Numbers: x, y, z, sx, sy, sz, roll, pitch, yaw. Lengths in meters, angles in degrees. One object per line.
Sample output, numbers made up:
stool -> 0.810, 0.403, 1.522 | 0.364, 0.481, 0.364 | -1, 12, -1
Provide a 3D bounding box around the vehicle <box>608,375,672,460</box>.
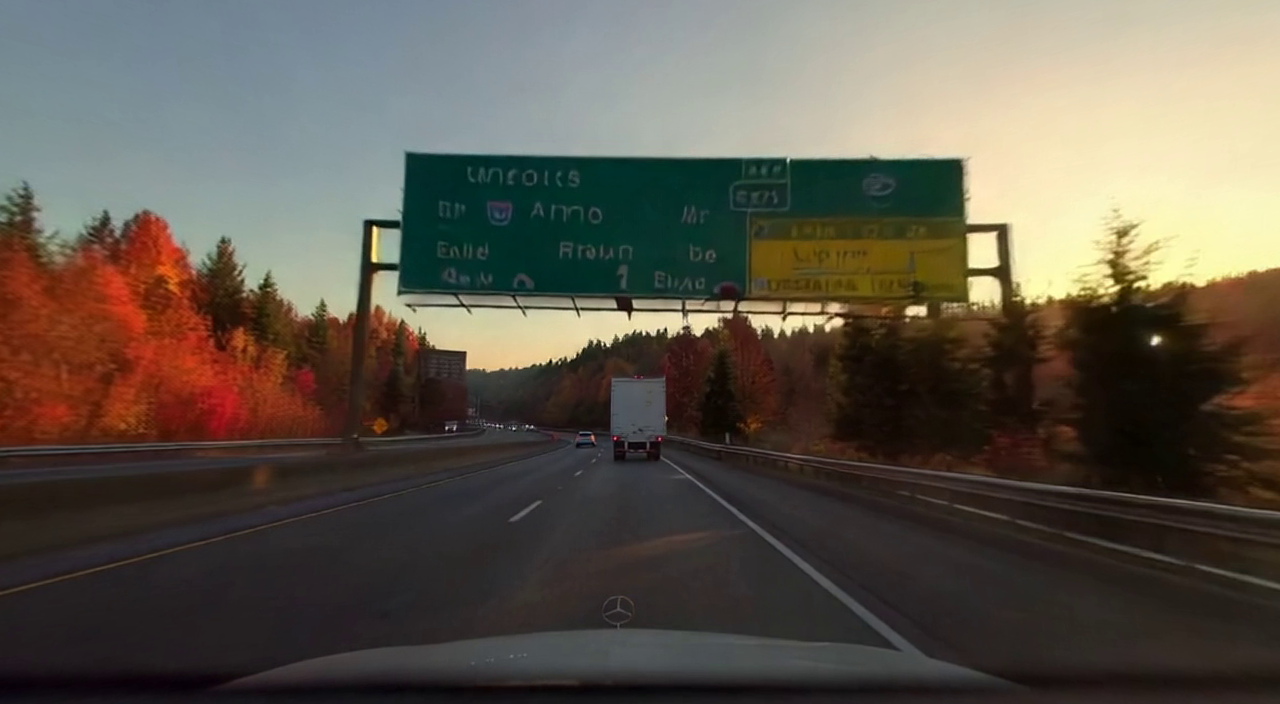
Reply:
vehicle -> -0.153, 3.884, 35.690 | 3.013, 4.016, 11.496 | 0, -8, -2
